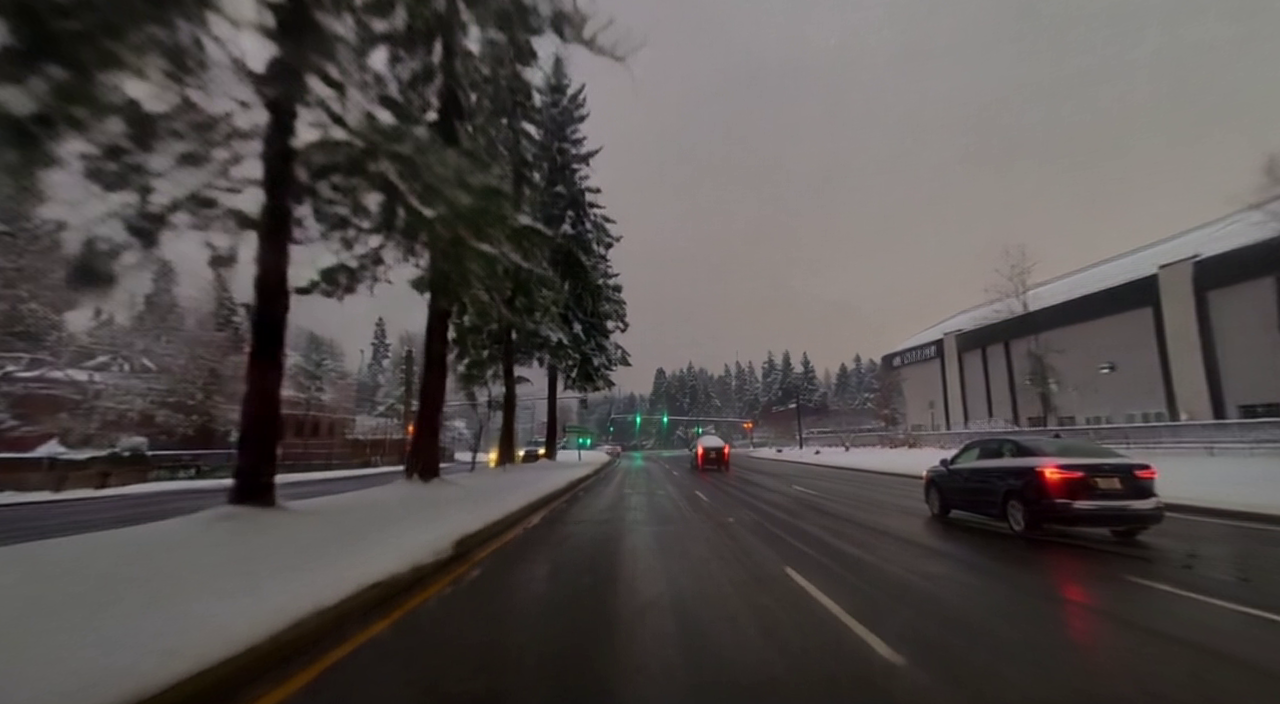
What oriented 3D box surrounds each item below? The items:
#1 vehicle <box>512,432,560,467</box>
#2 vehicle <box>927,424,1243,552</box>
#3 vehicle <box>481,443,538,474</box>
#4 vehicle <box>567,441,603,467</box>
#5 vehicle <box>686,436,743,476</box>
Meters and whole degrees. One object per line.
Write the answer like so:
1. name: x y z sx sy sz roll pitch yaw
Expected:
1. vehicle: -6.678 6.368 41.279 2.141 2.111 5.940 -1 -9 0
2. vehicle: 6.725 2.068 10.324 2.000 1.618 4.238 0 -9 -1
3. vehicle: -6.638 5.451 32.544 1.970 1.483 4.269 -1 -8 0
4. vehicle: -3.559 6.723 41.664 1.948 1.595 4.256 -1 -8 0
5. vehicle: 3.495 4.992 30.593 2.095 1.759 4.862 0 -9 -1
